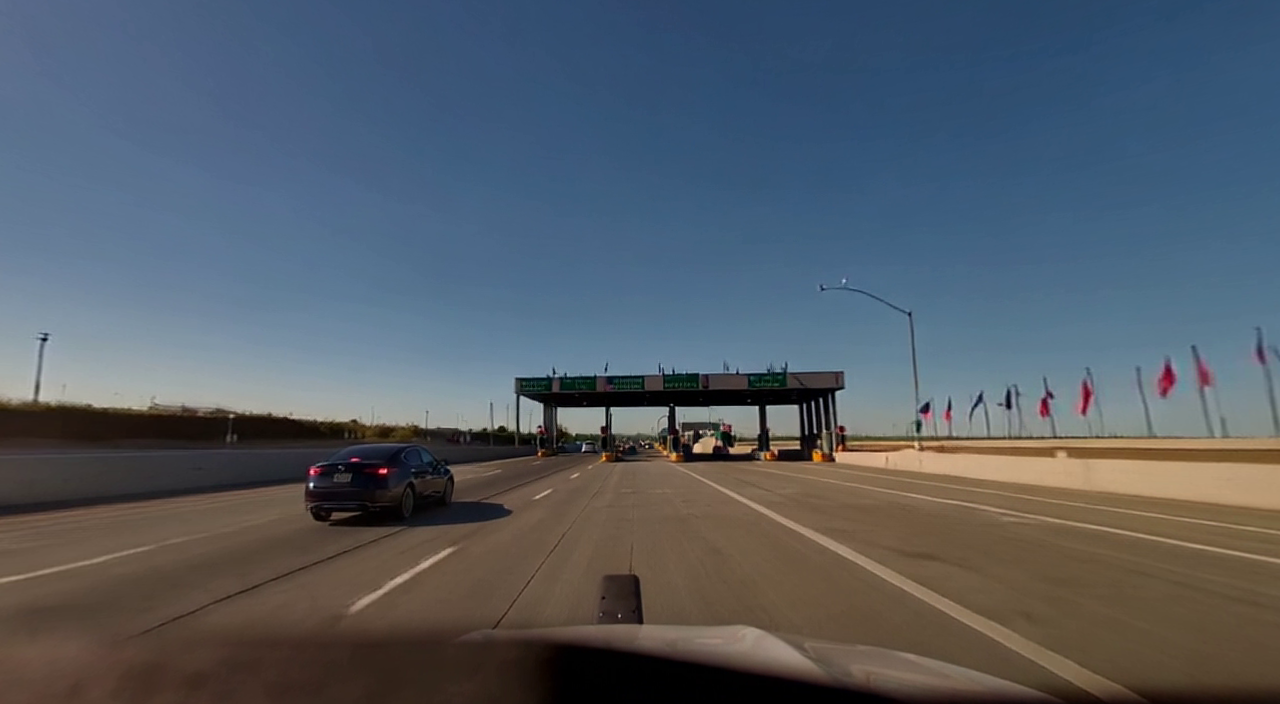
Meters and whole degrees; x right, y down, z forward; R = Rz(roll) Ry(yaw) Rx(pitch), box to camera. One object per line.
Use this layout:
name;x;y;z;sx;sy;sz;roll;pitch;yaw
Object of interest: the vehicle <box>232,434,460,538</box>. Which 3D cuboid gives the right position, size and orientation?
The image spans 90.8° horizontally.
vehicle;-4.861;2.254;11.310;1.981;1.465;4.334;0;-8;0
